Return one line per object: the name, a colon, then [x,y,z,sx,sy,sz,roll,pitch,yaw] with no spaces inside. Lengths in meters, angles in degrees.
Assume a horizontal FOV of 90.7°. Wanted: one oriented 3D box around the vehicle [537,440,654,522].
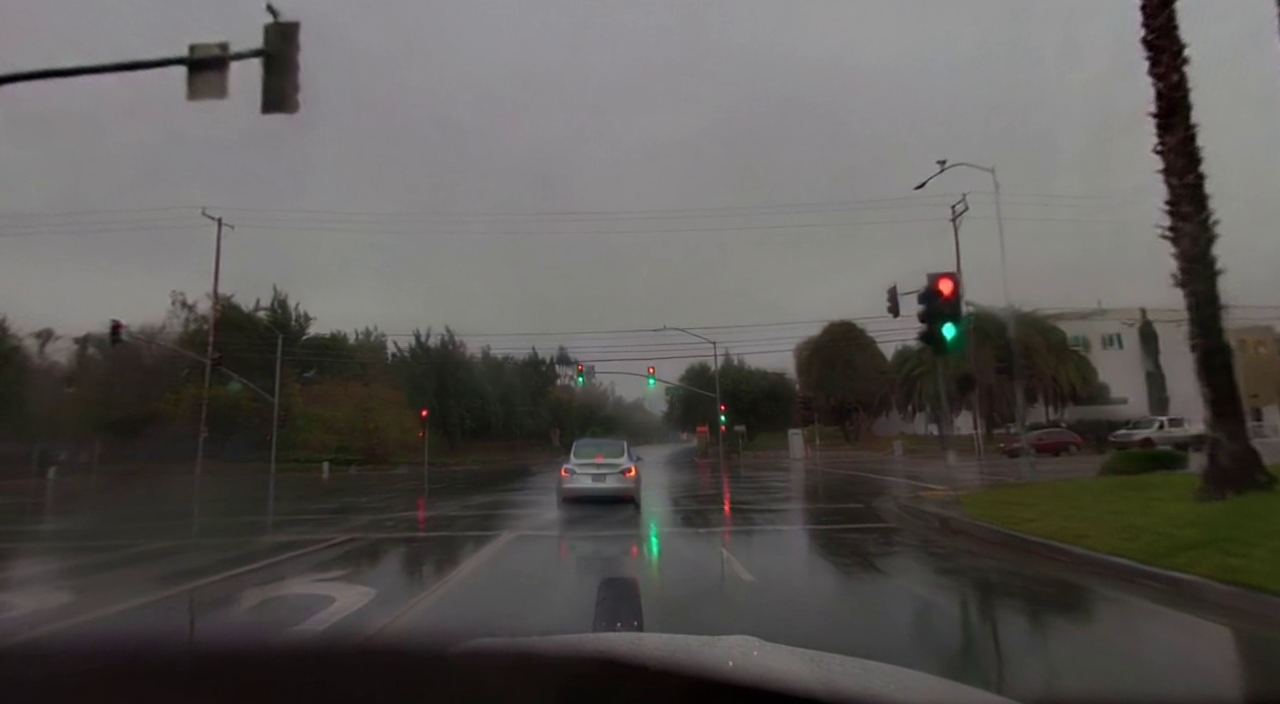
vehicle: [-0.870,2.680,13.772,2.152,1.478,4.229,0,-8,-2]
